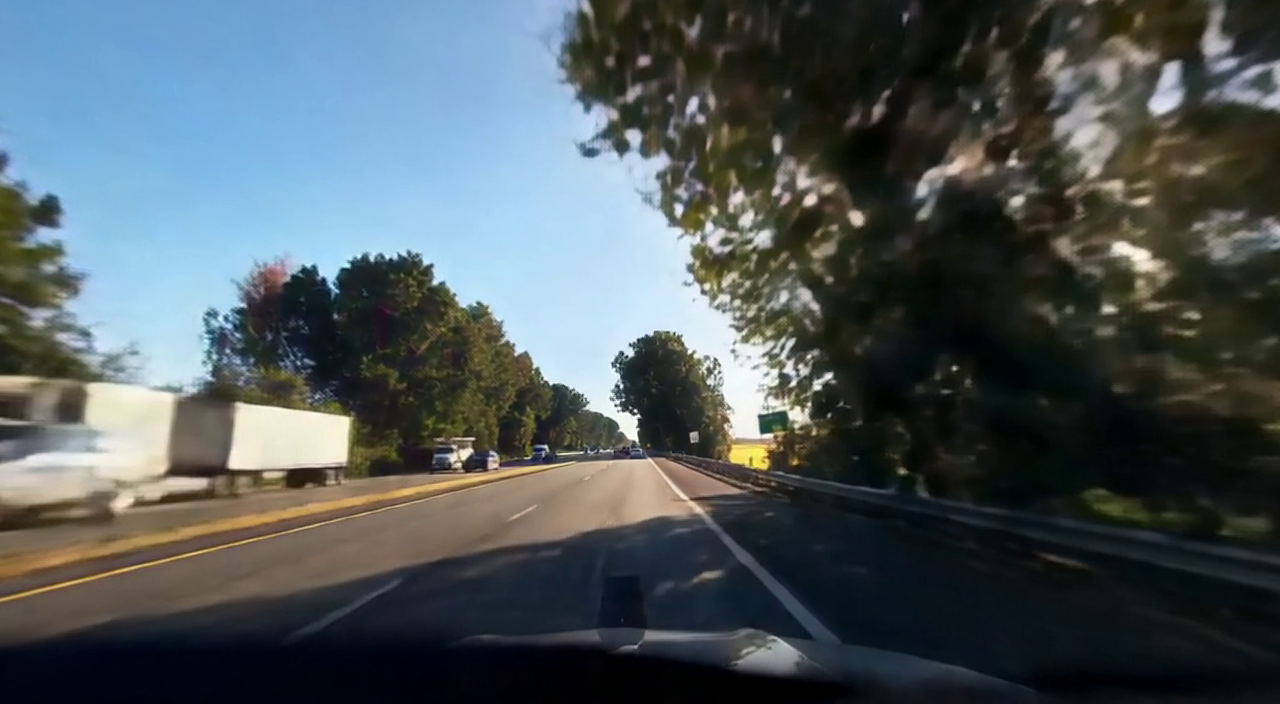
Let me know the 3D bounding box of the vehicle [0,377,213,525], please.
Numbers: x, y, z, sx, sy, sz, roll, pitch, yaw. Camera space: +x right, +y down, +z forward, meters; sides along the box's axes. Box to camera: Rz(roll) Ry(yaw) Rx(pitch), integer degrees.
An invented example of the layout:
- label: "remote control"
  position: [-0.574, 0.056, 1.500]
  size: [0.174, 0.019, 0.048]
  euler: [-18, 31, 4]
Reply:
- label: "vehicle"
  position: [-17.044, 3.076, 19.746]
  size: [3.017, 3.899, 5.910]
  euler: [0, -9, 0]

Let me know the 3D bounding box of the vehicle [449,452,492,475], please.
- label: "vehicle"
  position: [-12.240, 8.065, 45.772]
  size: [1.903, 1.592, 4.451]
  euler: [0, -9, 0]
